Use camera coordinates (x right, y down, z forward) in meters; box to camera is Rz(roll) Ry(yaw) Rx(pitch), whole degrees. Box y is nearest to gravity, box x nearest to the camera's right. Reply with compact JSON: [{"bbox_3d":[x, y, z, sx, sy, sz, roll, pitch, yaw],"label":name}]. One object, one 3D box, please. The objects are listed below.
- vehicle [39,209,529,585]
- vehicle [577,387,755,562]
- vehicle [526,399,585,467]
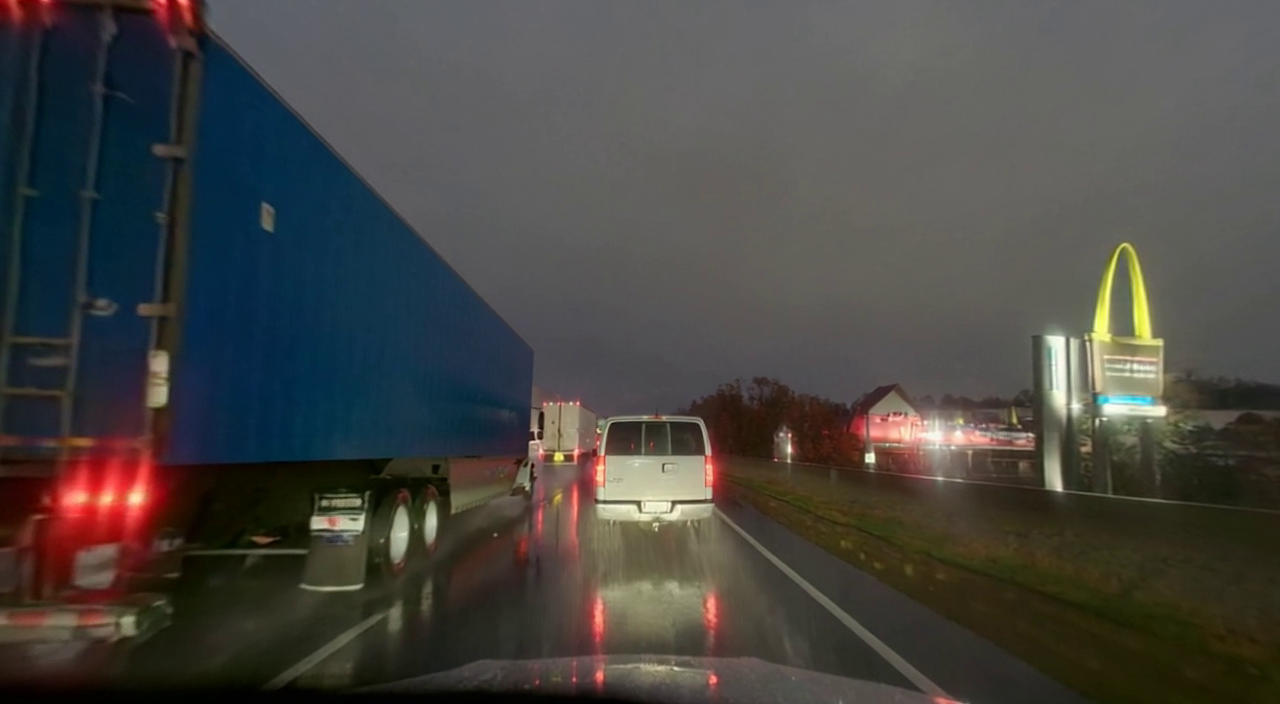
[{"bbox_3d":[-3.971,0.980,10.111,2.814,3.513,8.529,0,-9,0],"label":"vehicle"},{"bbox_3d":[0.196,1.650,9.041,1.947,1.910,4.040,0,-9,-3],"label":"vehicle"},{"bbox_3d":[-4.896,5.007,38.178,2.617,3.604,9.499,0,-9,-2],"label":"vehicle"}]
